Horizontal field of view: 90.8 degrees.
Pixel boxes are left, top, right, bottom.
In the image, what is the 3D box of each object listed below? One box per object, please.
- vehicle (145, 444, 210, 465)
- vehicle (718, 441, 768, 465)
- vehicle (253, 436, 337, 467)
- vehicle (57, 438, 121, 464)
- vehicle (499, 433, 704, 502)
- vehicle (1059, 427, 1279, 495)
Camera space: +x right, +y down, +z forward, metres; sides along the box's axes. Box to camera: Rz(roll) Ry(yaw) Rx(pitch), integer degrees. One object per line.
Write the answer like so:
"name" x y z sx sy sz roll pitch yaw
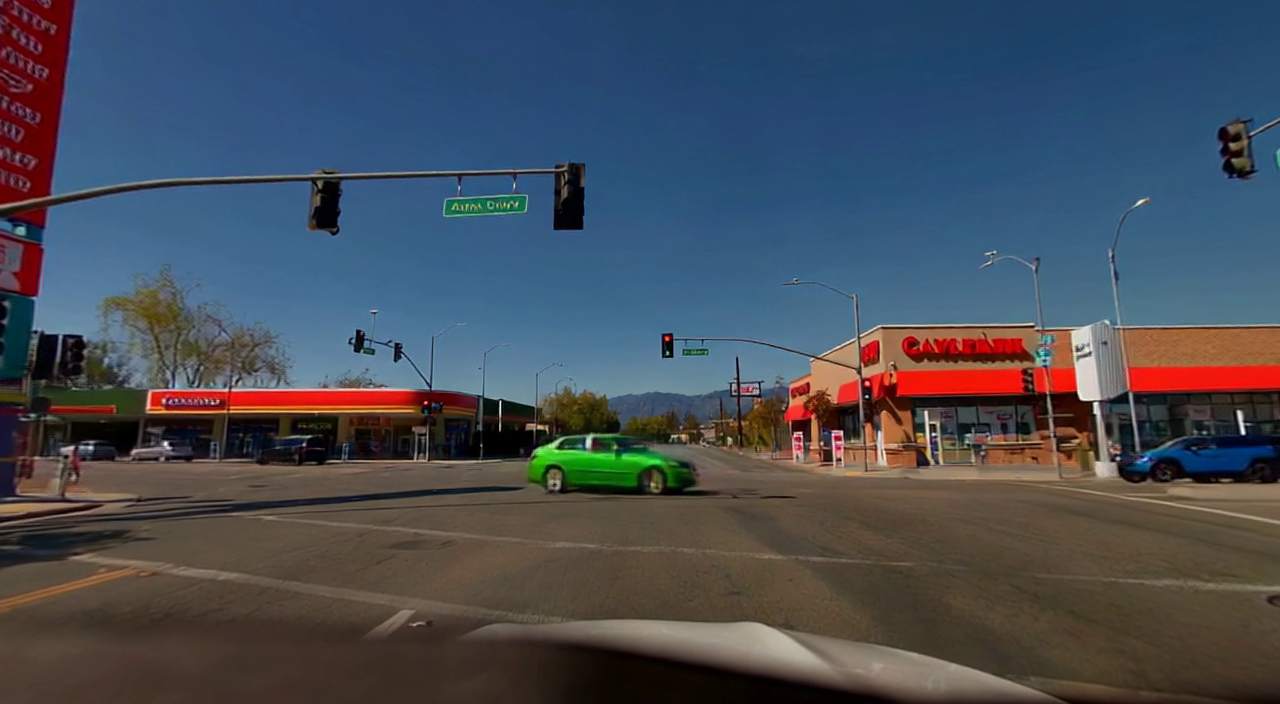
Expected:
"vehicle" -34.302 7.562 46.828 4.801 1.466 1.830 -5 -9 27
"vehicle" 6.580 6.525 41.019 1.831 1.467 4.792 1 -8 -8
"vehicle" -19.436 5.590 35.596 4.562 1.676 1.819 -5 -9 27
"vehicle" -39.963 7.172 45.796 4.311 1.742 1.864 -5 -9 27
"vehicle" -0.981 2.763 15.463 4.670 1.458 1.959 -5 -10 30
"vehicle" 13.304 2.628 15.479 4.681 1.495 2.096 -4 -9 23
